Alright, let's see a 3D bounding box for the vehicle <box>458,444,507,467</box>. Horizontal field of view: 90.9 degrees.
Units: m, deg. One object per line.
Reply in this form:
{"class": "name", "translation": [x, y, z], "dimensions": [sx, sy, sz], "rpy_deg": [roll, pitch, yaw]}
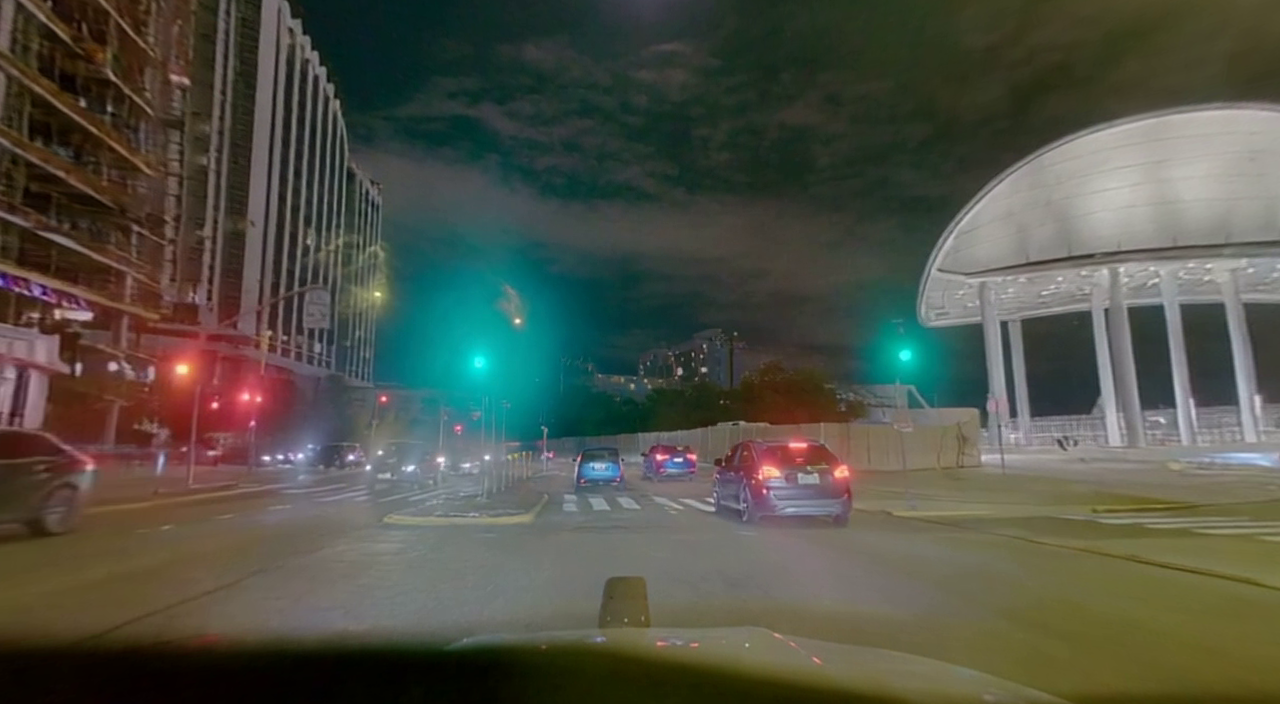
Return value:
{"class": "vehicle", "translation": [-11.032, 7.268, 44.473], "dimensions": [2.121, 1.513, 4.827], "rpy_deg": [0, -9, 1]}

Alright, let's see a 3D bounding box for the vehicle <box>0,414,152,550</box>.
{"class": "vehicle", "translation": [-9.193, 1.662, 8.081], "dimensions": [2.303, 1.692, 4.571], "rpy_deg": [0, -9, -2]}

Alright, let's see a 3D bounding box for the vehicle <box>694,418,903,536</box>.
{"class": "vehicle", "translation": [2.656, 2.273, 12.150], "dimensions": [2.320, 1.772, 4.872], "rpy_deg": [1, -9, -6]}

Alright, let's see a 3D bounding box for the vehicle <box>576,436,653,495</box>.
{"class": "vehicle", "translation": [-0.916, 3.507, 19.831], "dimensions": [2.132, 1.632, 3.889], "rpy_deg": [1, -9, -6]}

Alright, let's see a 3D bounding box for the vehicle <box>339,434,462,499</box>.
{"class": "vehicle", "translation": [-6.680, 3.223, 18.167], "dimensions": [2.092, 1.629, 4.133], "rpy_deg": [0, -9, -3]}

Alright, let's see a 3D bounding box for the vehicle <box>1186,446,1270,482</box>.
{"class": "vehicle", "translation": [31.291, 5.911, 33.722], "dimensions": [2.094, 1.750, 5.139], "rpy_deg": [-5, -10, 30]}

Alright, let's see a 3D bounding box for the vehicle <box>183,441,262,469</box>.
{"class": "vehicle", "translation": [-24.385, 5.970, 36.759], "dimensions": [4.653, 1.459, 2.228], "rpy_deg": [-5, -10, 36]}
